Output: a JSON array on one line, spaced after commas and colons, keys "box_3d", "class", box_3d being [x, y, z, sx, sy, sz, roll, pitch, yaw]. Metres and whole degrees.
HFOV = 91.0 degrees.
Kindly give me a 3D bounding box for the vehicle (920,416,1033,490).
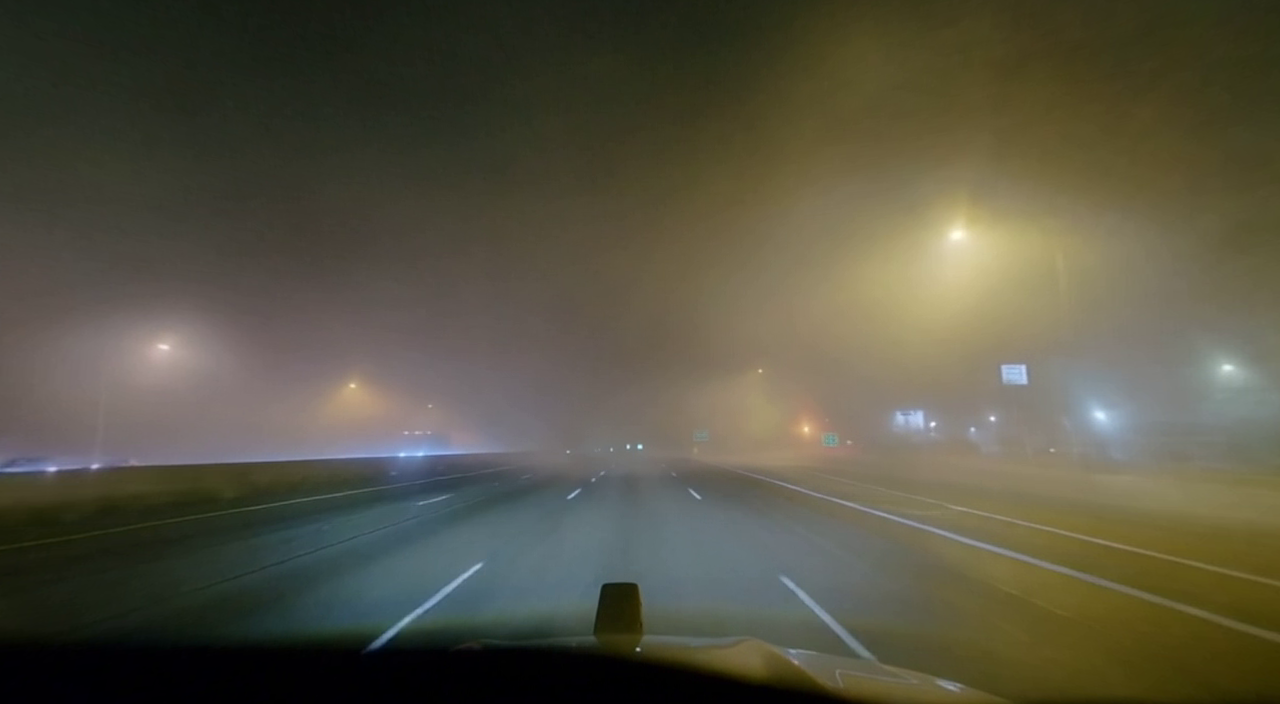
[{"box_3d": [13.615, 4.114, 25.800, 2.789, 2.778, 3.541, 0, -9, 6], "class": "vehicle"}]
